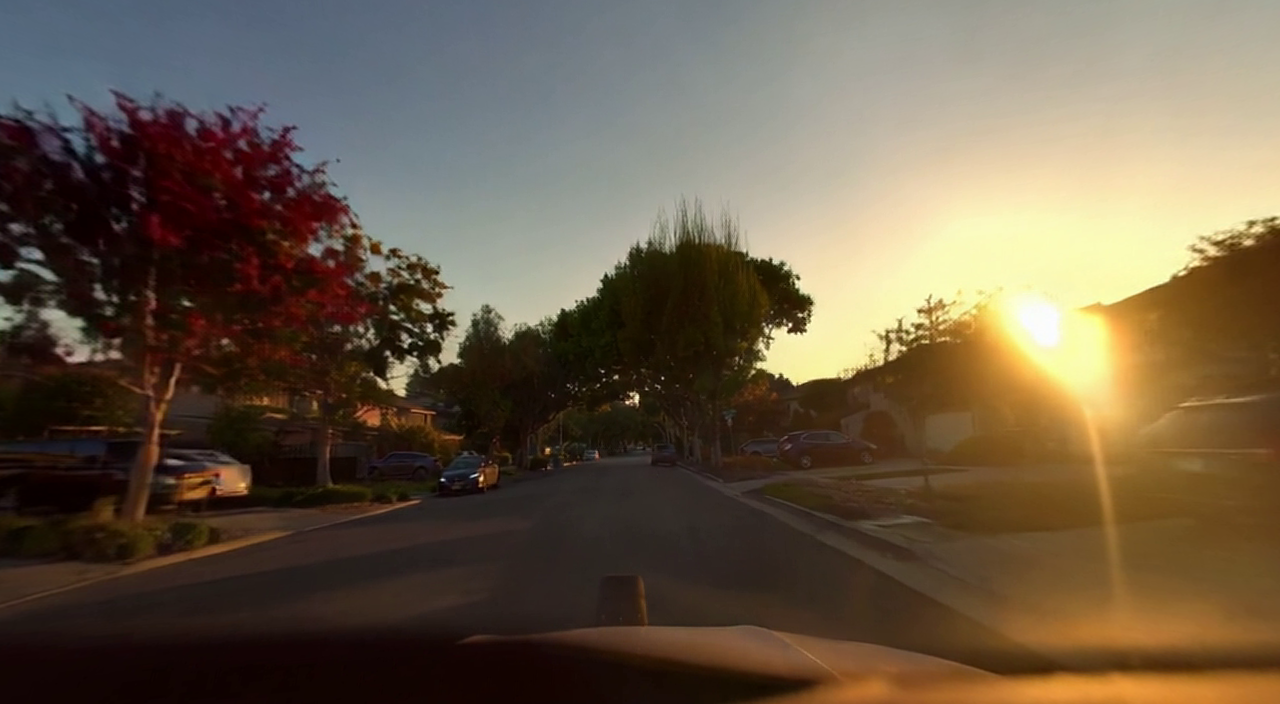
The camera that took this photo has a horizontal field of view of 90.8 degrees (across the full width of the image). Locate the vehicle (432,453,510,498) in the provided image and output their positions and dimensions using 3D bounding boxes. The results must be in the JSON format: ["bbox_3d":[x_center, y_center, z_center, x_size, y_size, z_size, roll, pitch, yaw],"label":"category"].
[{"bbox_3d":[-6.209,4.533,23.596,1.878,1.496,3.535,0,-9,0],"label":"vehicle"}]

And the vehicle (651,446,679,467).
[{"bbox_3d":[1.835,7.827,47.407,2.022,1.483,4.565,0,-9,1],"label":"vehicle"}]

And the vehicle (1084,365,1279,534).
[{"bbox_3d":[8.190,1.108,7.404,4.492,1.691,1.918,0,-9,-2],"label":"vehicle"}]

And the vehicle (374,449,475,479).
[{"bbox_3d":[-12.068,6.301,35.593,4.972,1.623,1.884,0,-9,1],"label":"vehicle"}]

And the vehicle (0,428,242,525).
[{"bbox_3d":[-12.295,2.809,14.571,4.753,2.028,2.079,0,-9,0],"label":"vehicle"}]

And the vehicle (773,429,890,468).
[{"bbox_3d":[8.534,4.346,28.389,4.599,1.652,1.903,0,-9,-3],"label":"vehicle"}]
